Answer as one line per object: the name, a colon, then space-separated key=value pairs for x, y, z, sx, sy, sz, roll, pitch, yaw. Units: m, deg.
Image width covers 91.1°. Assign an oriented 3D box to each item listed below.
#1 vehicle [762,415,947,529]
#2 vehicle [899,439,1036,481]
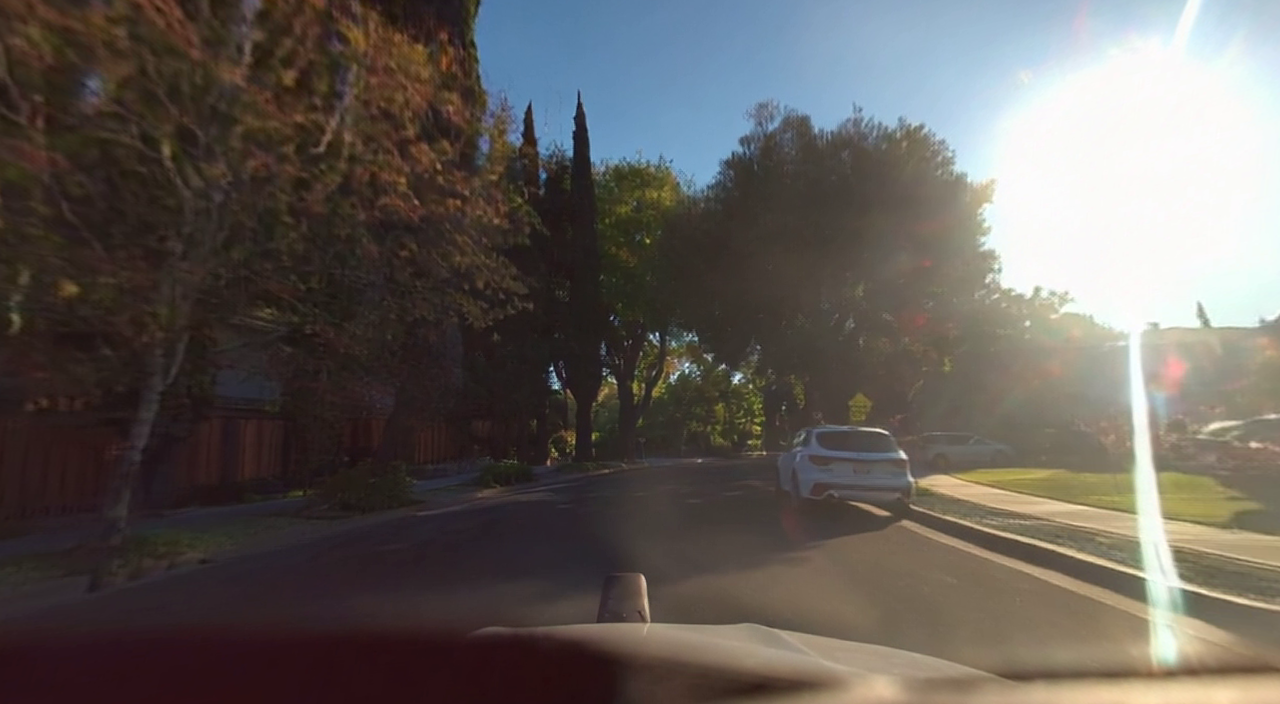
vehicle: x=3.789 y=2.207 z=12.129 sx=2.163 sy=1.760 sz=4.591 roll=0 pitch=-8 yaw=3
vehicle: x=12.697 y=4.209 z=24.675 sx=4.457 sy=1.510 sz=1.762 roll=-3 pitch=-9 yaw=19
